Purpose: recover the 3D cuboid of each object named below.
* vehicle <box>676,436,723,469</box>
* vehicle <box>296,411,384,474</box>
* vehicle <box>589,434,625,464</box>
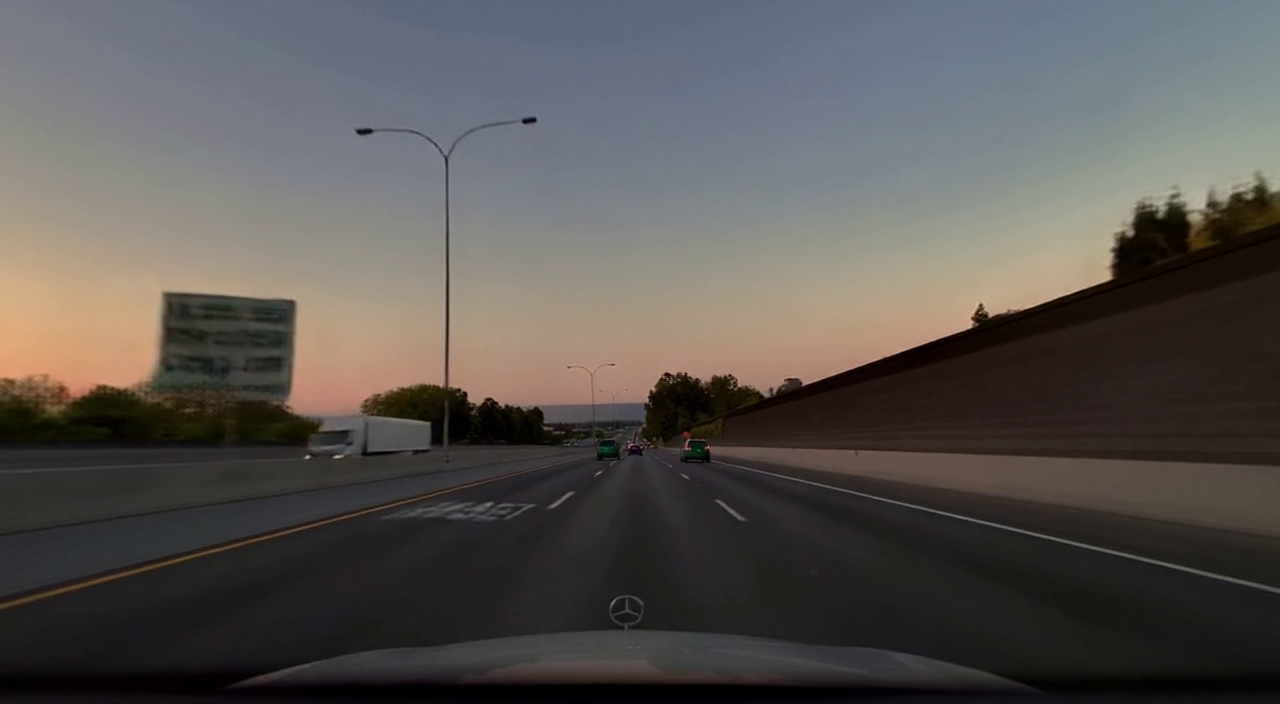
[{"bbox_3d":[3.242,5.563,34.928,2.202,1.682,4.188,0,-8,0],"label":"vehicle"},{"bbox_3d":[-20.948,6.414,44.279,3.001,4.075,6.135,0,-9,0],"label":"vehicle"},{"bbox_3d":[-2.385,7.175,46.556,2.291,2.052,4.887,0,-8,2],"label":"vehicle"}]
